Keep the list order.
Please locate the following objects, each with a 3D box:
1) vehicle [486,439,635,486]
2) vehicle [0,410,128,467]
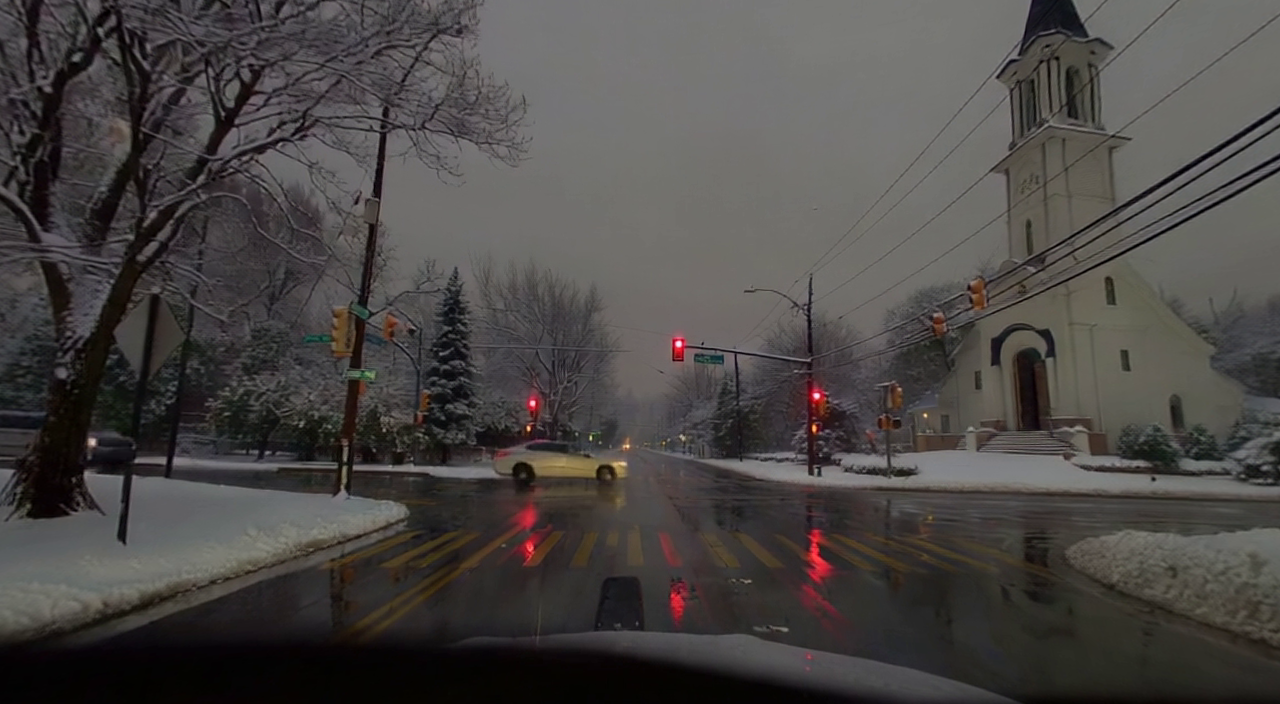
[{"bbox_3d":[-2.584,3.714,21.460,4.718,1.497,2.032,0,-8,4],"label":"vehicle"},{"bbox_3d":[-21.191,3.071,22.323,4.372,1.892,2.002,0,-9,0],"label":"vehicle"}]
